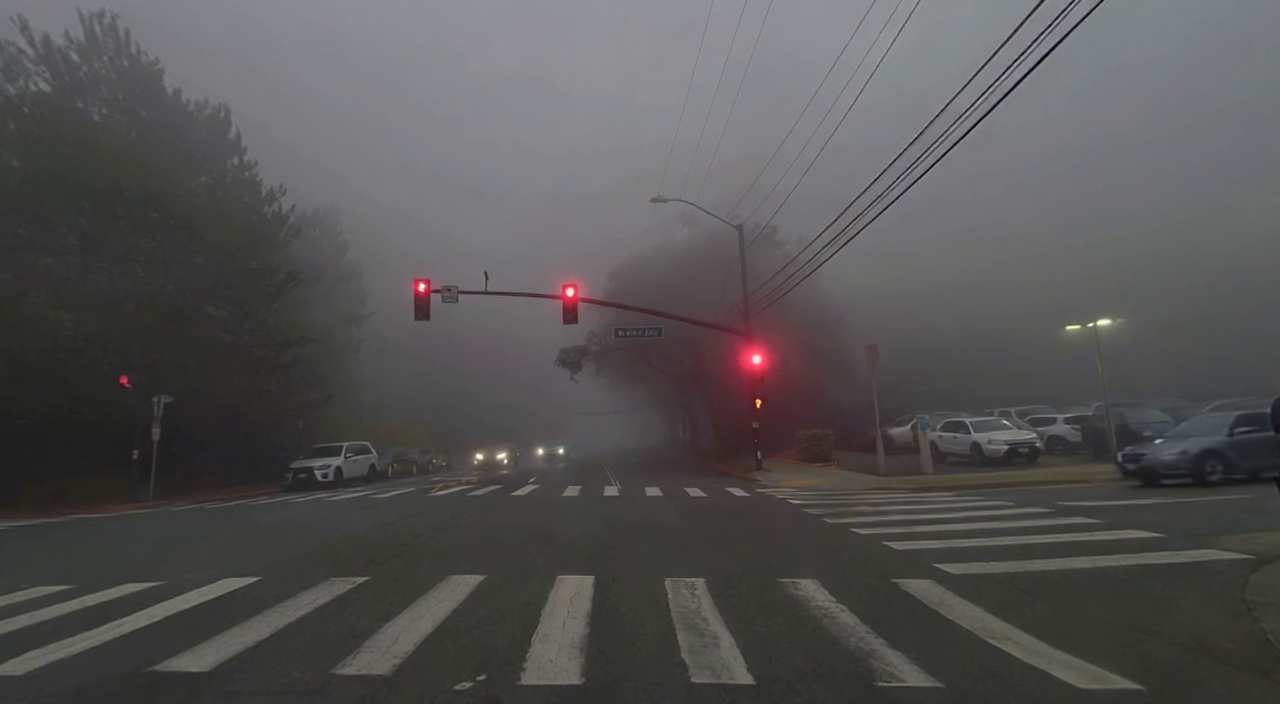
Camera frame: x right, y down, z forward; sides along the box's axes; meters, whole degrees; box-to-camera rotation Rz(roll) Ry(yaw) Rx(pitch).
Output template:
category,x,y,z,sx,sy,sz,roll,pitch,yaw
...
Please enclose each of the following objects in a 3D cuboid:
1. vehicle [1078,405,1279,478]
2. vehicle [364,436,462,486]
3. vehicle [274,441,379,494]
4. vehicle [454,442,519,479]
category,x,y,z,sx,sy,sz,roll,pitch,yaw
vehicle,12.979,2.017,14.276,4.531,1.461,1.882,-3,-9,10
vehicle,-10.202,4.956,29.052,2.475,1.940,5.702,-3,-9,-1
vehicle,-13.758,5.062,28.140,2.251,1.957,4.968,-4,-9,-1
vehicle,-7.014,4.995,29.320,2.024,1.470,4.153,-3,-9,-1
